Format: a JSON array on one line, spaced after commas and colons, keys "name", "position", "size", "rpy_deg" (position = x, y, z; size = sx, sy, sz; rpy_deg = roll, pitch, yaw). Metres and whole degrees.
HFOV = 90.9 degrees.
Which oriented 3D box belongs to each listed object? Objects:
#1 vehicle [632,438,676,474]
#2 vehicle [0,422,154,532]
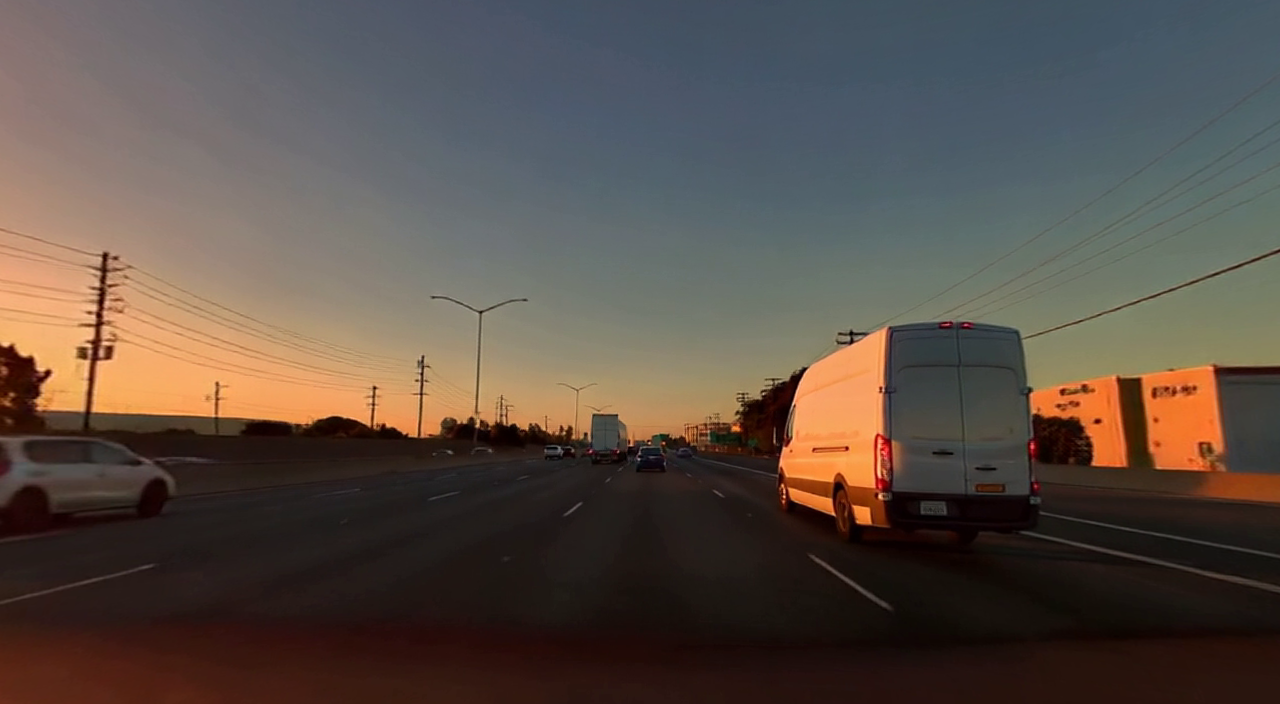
[{"name": "vehicle", "position": [0.749, 5.771, 35.278], "size": [2.279, 1.837, 4.747], "rpy_deg": [0, -8, 0]}, {"name": "vehicle", "position": [-10.895, 2.011, 10.266], "size": [2.097, 1.673, 4.730], "rpy_deg": [0, -8, 1]}]
